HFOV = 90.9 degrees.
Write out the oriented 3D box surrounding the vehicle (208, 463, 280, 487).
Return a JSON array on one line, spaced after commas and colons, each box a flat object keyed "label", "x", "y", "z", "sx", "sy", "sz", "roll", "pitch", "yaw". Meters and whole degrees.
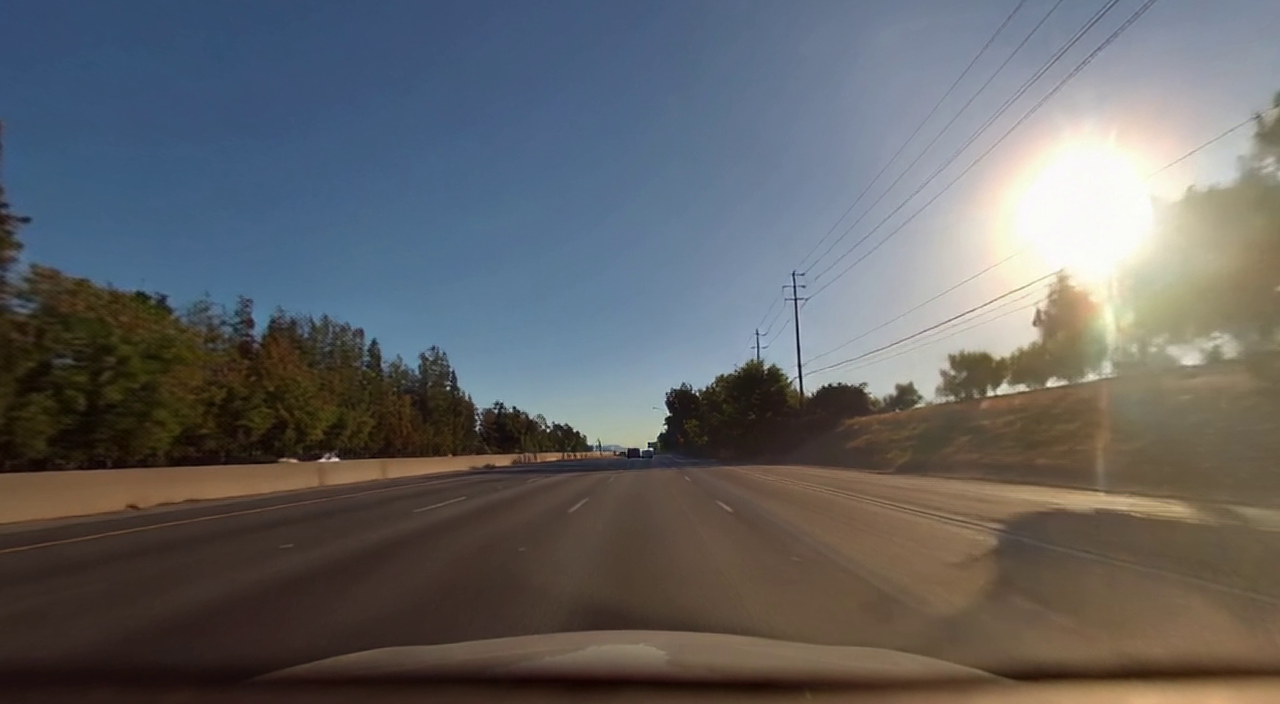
[{"label": "vehicle", "x": -28.417, "y": 8.831, "z": 45.502, "sx": 1.908, "sy": 1.537, "sz": 4.709, "roll": -1, "pitch": -8, "yaw": 4}]
